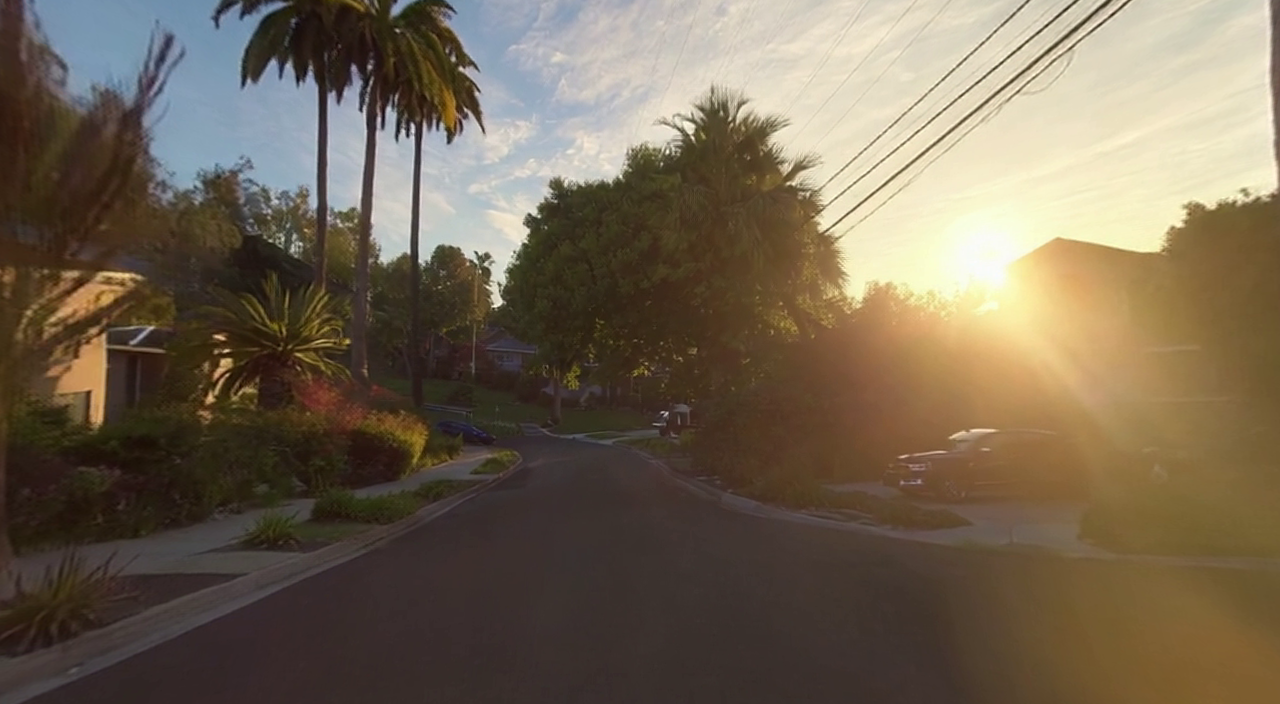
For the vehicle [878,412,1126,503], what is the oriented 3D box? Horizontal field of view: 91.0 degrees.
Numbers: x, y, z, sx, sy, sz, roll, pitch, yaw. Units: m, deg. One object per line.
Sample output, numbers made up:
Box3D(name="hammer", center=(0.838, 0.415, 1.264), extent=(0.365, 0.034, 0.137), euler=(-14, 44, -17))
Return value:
Box3D(name="vehicle", center=(8.915, 2.620, 15.513), extent=(5.663, 1.913, 2.170), euler=(5, -10, -23))
